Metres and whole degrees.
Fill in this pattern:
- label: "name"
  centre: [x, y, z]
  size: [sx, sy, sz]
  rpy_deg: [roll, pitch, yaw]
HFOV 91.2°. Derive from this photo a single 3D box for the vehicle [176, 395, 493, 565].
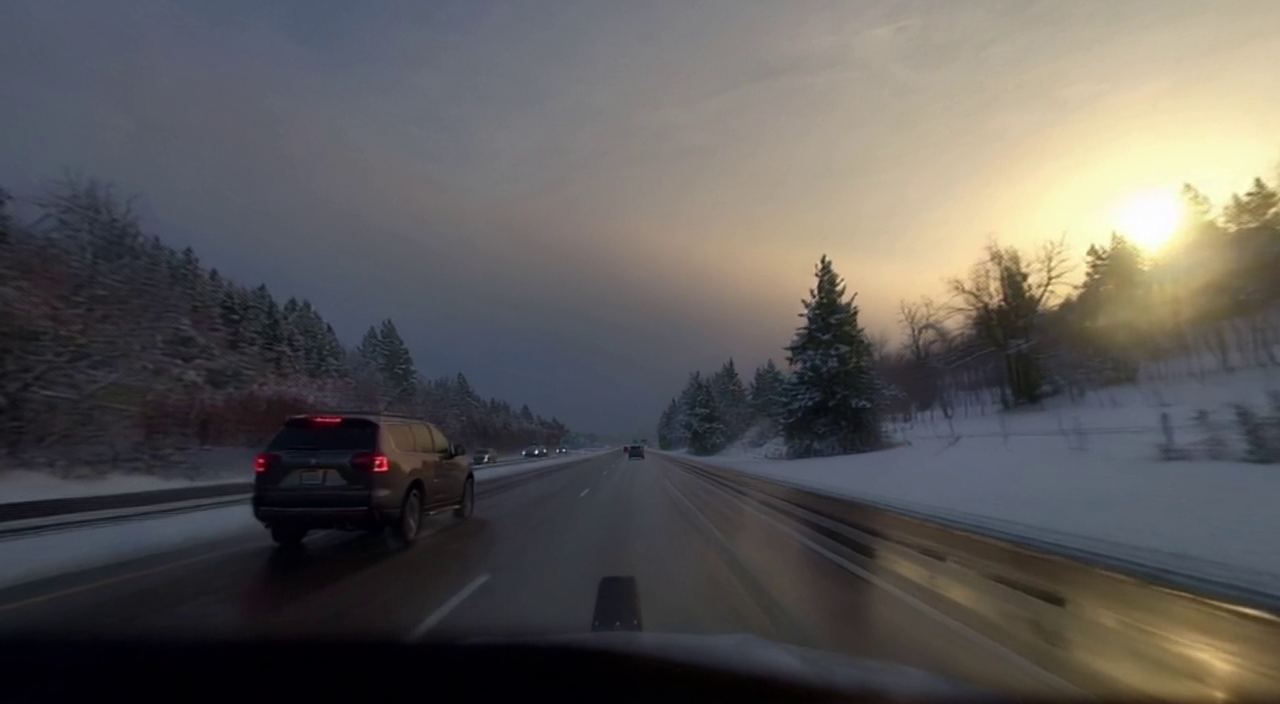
- label: "vehicle"
  centre: [-3.793, 1.720, 9.011]
  size: [2.292, 1.802, 4.481]
  rpy_deg: [0, -9, 0]
